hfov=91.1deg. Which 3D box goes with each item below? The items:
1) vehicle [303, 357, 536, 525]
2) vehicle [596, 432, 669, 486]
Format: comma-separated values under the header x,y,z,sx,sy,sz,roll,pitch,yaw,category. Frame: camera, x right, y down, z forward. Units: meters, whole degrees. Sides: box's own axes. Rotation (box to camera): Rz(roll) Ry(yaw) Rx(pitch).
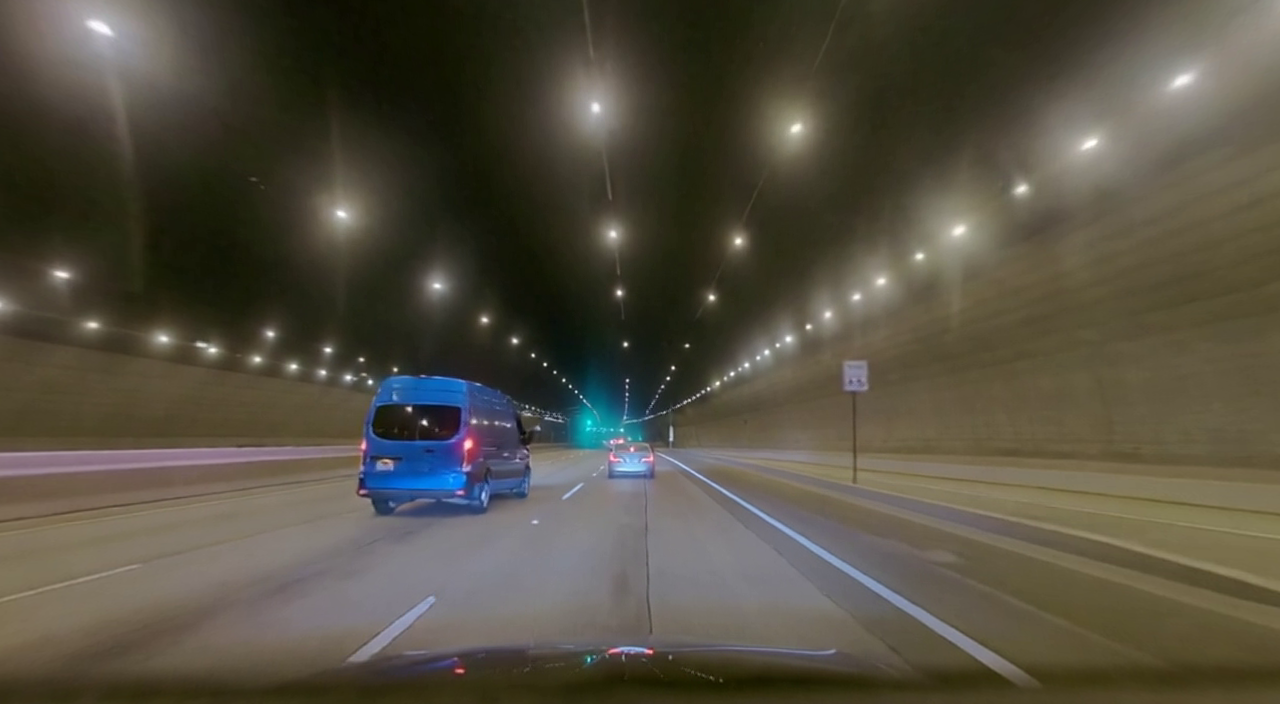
x,y,z,sx,sy,sz,roll,pitch,yaw,category
-3.683,1.661,11.940,2.404,2.459,5.229,0,-8,1,vehicle
-0.214,3.391,20.363,2.095,1.553,4.069,0,-8,0,vehicle
